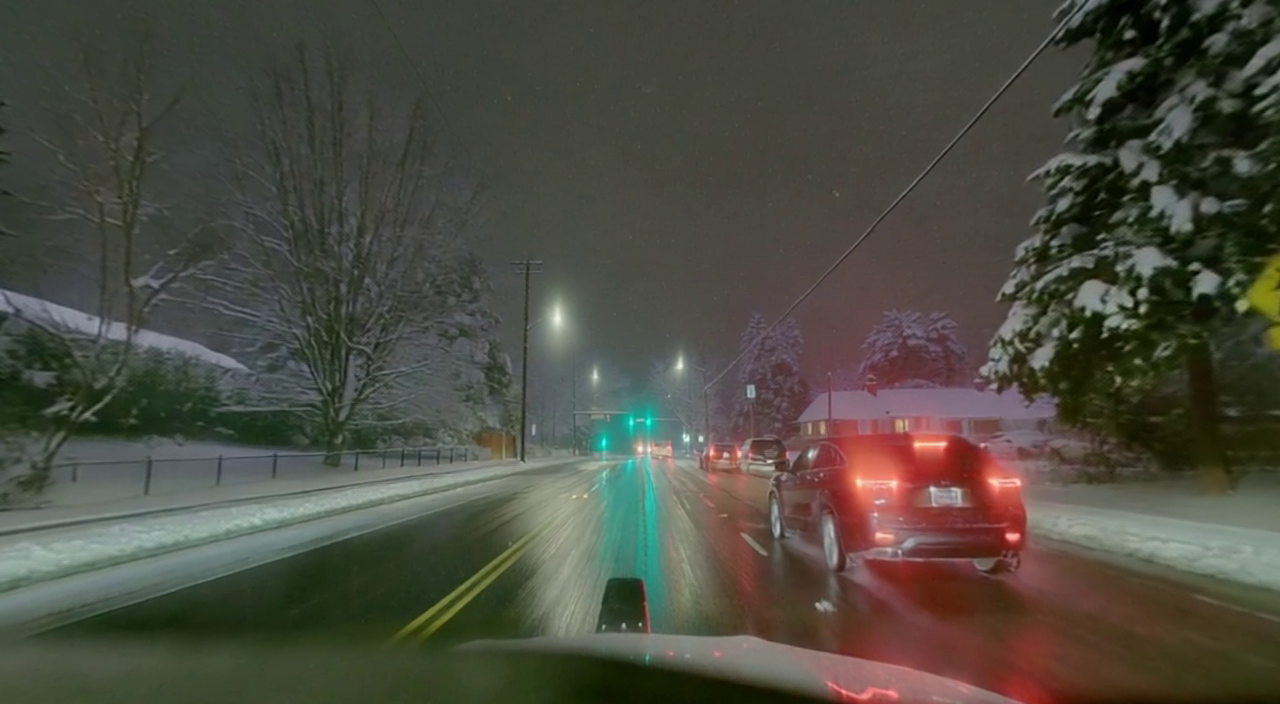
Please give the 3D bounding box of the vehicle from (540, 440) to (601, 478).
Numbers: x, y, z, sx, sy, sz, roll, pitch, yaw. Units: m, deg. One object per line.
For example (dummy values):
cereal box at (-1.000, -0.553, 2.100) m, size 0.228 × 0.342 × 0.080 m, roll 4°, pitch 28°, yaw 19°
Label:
vehicle at (-2.914, 4.603, 27.378) m, size 2.012 × 1.505 × 4.205 m, roll -1°, pitch -8°, yaw 2°

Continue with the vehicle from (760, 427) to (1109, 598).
vehicle at (3.031, 1.734, 7.846) m, size 2.158 × 1.483 × 4.415 m, roll 0°, pitch -8°, yaw -1°

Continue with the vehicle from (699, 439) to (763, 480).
vehicle at (3.591, 4.322, 25.690) m, size 1.943 × 1.484 × 4.030 m, roll 0°, pitch -8°, yaw -1°

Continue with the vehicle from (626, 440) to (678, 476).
vehicle at (0.509, 4.630, 27.948) m, size 2.101 × 1.467 × 4.210 m, roll 0°, pitch -8°, yaw 0°
